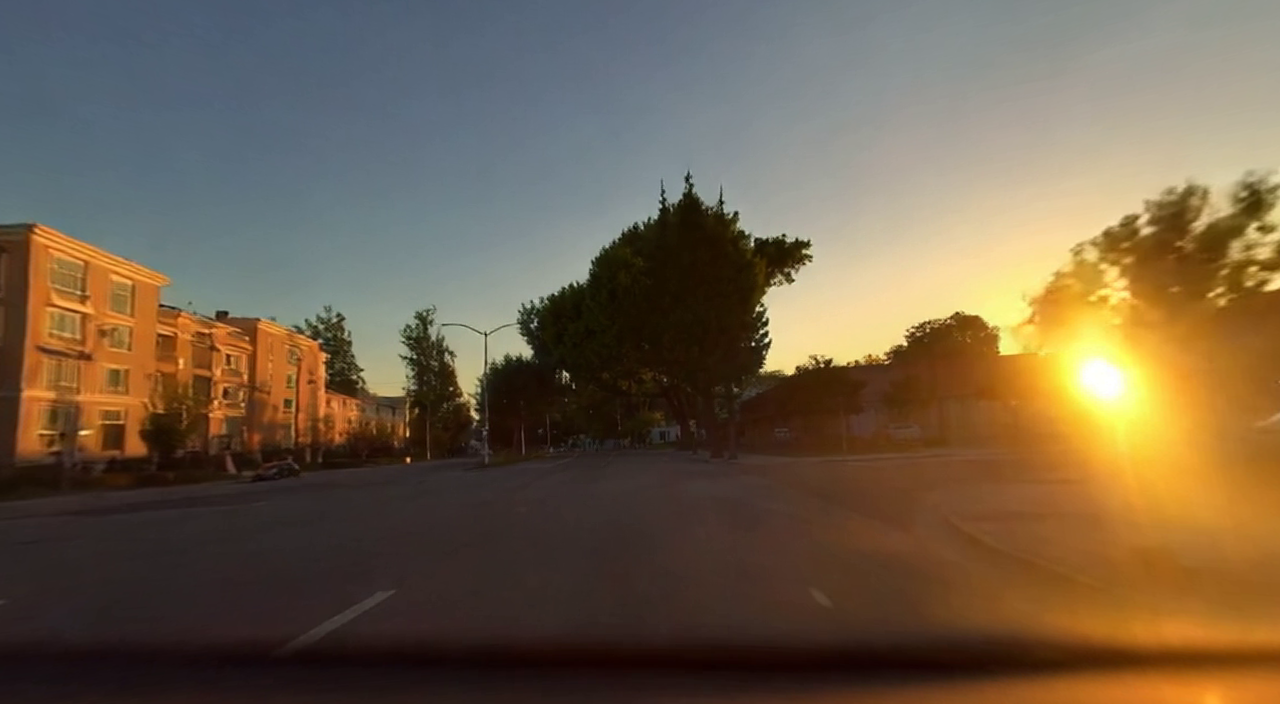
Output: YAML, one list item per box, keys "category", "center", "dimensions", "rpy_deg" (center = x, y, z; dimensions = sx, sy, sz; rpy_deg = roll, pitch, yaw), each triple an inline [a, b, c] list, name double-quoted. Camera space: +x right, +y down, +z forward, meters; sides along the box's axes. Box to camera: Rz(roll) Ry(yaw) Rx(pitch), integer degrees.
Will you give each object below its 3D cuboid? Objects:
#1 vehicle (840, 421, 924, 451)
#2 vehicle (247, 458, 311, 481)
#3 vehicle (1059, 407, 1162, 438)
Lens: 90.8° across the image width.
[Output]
- category: "vehicle"
  center: [15.076, 5.264, 39.461]
  dimensions: [4.268, 1.589, 2.156]
  rpy_deg: [-2, -9, -6]
- category: "vehicle"
  center: [-26.038, 8.504, 45.797]
  dimensions: [1.828, 1.448, 4.689]
  rpy_deg: [-1, -8, 1]
- category: "vehicle"
  center: [29.990, 4.523, 40.352]
  dimensions: [4.934, 1.910, 2.165]
  rpy_deg: [0, -7, -3]
